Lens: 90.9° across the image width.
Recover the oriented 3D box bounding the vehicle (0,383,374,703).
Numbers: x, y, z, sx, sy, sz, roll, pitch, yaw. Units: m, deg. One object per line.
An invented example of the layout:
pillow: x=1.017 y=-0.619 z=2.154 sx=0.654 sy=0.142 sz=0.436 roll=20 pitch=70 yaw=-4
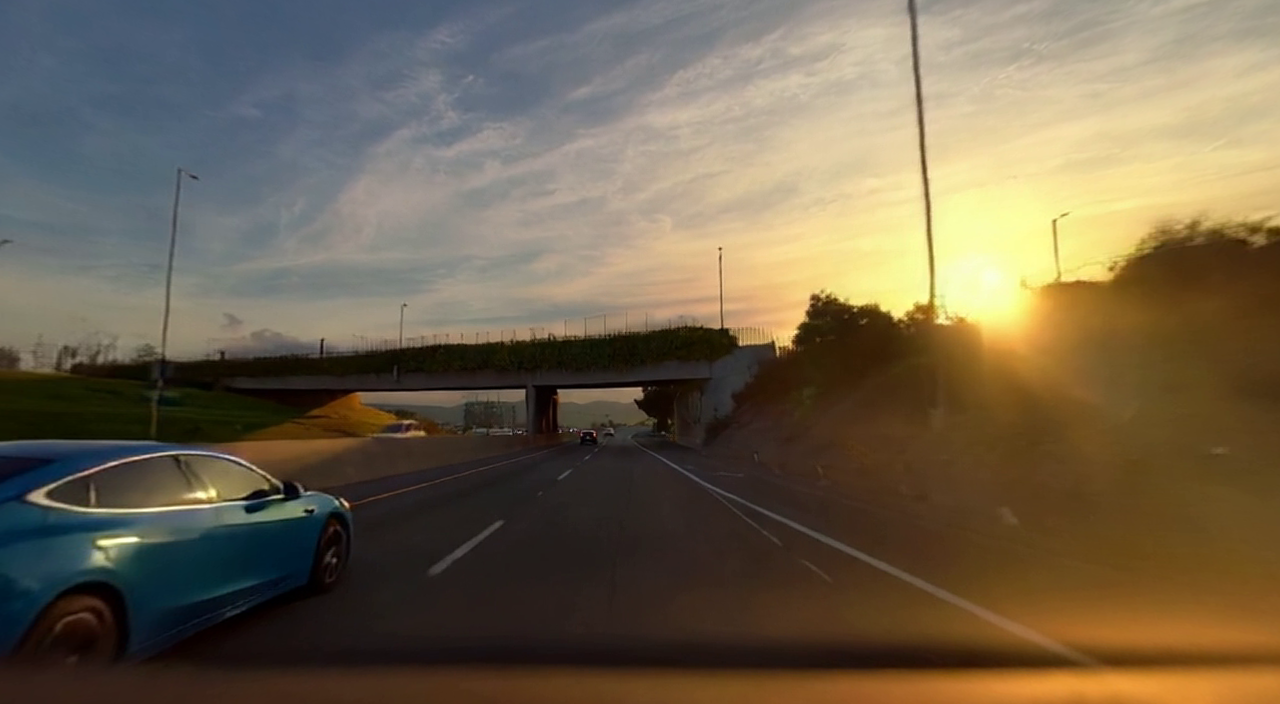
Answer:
vehicle: x=-3.449 y=1.043 z=3.383 sx=2.108 sy=1.555 sz=4.574 roll=0 pitch=-8 yaw=-1

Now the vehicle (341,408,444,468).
vehicle: x=-10.145 y=3.582 z=26.360 sx=2.240 sy=2.254 sz=5.250 roll=0 pitch=-8 yaw=-1
